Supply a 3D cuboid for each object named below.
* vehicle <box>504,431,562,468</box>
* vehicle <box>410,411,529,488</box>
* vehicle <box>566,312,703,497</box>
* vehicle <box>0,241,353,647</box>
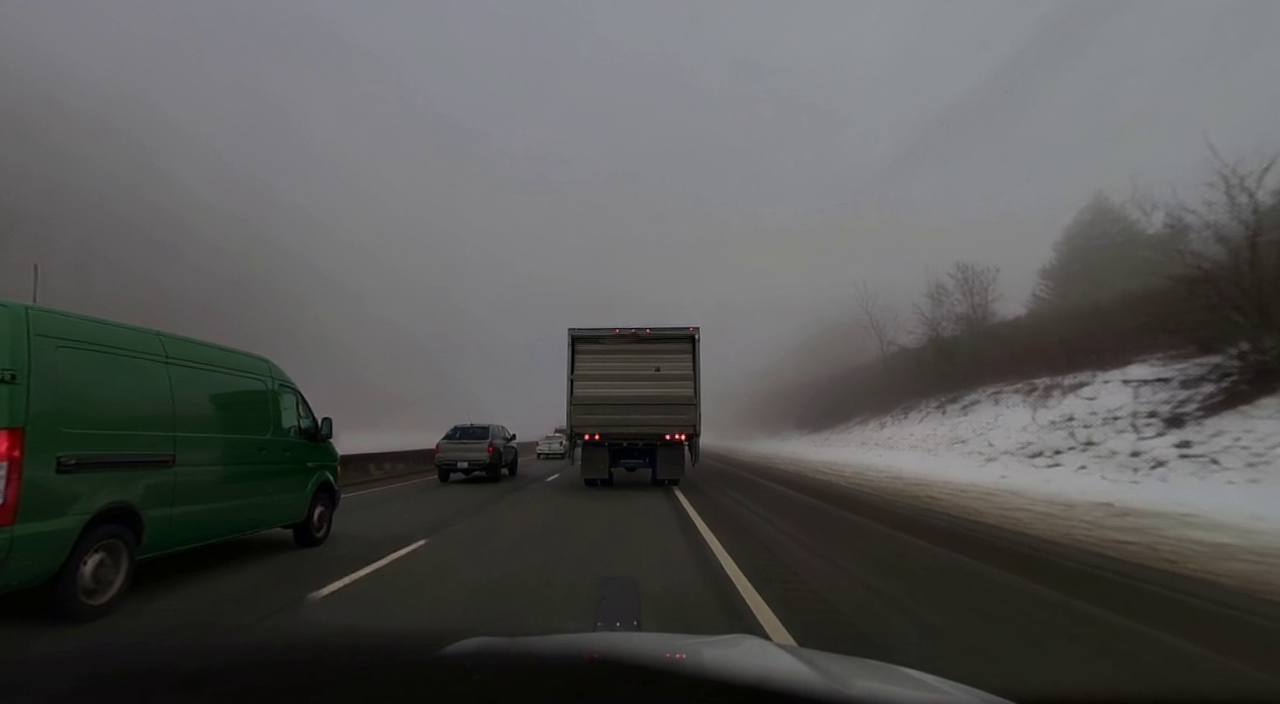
[{"bbox_3d":[-4.856,4.478,29.179,1.931,1.539,4.441,0,-8,0],"label":"vehicle"},{"bbox_3d":[-4.880,2.887,18.927,2.168,1.985,4.952,0,-8,0],"label":"vehicle"},{"bbox_3d":[-0.196,1.788,18.790,2.953,4.041,10.072,0,-8,-1],"label":"vehicle"},{"bbox_3d":[-5.262,0.857,5.995,2.478,2.515,5.438,0,-8,-1],"label":"vehicle"}]
